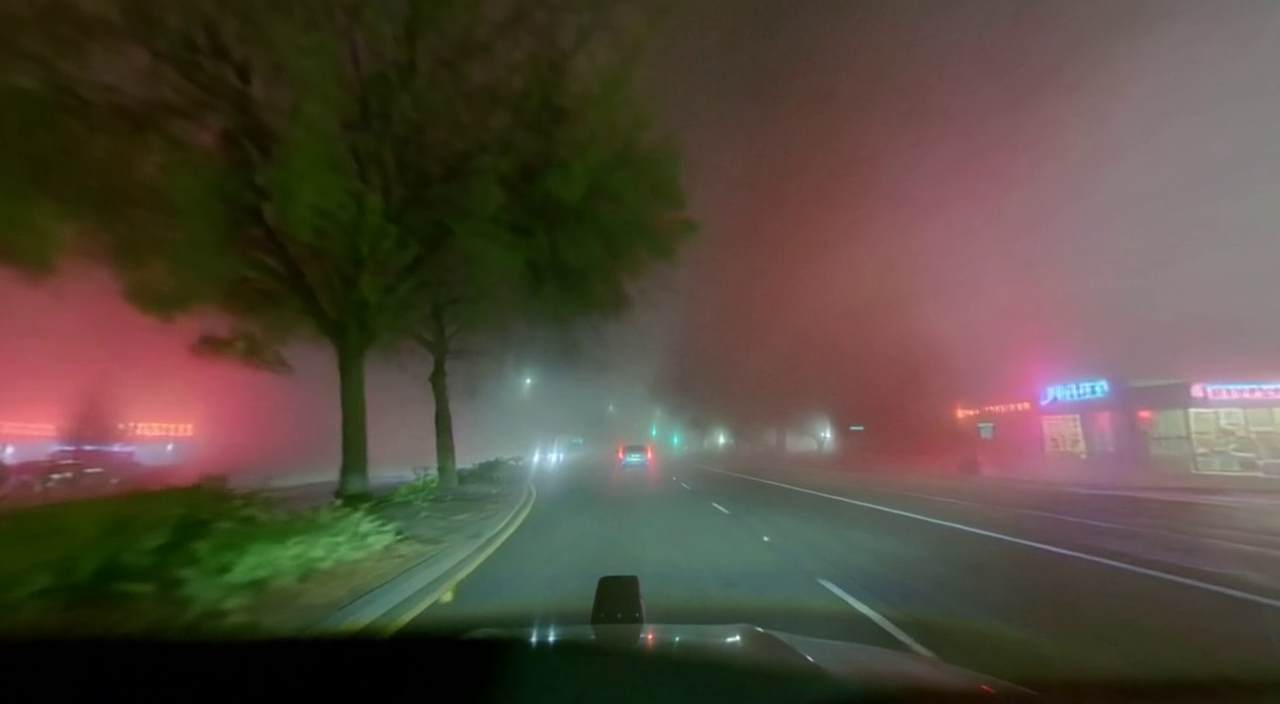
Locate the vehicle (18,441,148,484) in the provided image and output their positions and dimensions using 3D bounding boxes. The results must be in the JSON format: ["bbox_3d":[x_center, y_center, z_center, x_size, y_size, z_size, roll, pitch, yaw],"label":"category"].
[{"bbox_3d":[-28.145,5.571,32.091,2.191,1.947,5.156,1,-9,-5],"label":"vehicle"}]

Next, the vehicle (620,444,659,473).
[{"bbox_3d":[-0.073,5.746,34.062,1.998,1.452,3.773,0,-9,-2],"label":"vehicle"}]
